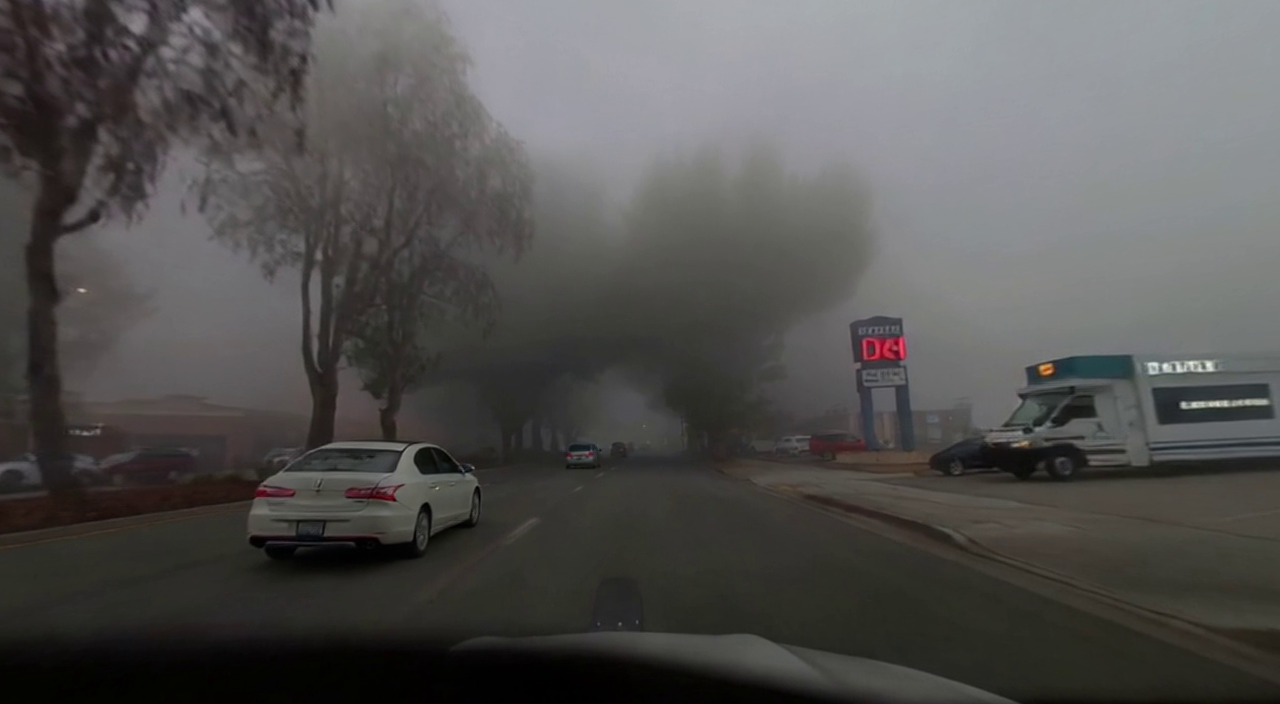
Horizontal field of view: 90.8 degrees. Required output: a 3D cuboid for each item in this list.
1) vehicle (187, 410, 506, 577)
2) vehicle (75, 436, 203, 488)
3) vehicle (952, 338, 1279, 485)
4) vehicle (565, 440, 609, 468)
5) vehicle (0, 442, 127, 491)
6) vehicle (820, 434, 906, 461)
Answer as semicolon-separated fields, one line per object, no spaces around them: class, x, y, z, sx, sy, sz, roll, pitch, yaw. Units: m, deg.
vehicle;-3.432;1.769;8.675;2.126;1.655;4.560;0;-9;1
vehicle;-25.804;5.686;32.870;2.393;2.465;5.027;-1;-9;0
vehicle;15.159;1.973;20.479;8.300;4.310;2.832;-1;-9;0
vehicle;-2.915;5.768;35.755;1.955;1.461;4.396;0;-9;2
vehicle;-25.706;4.881;27.335;2.258;1.896;5.595;0;-9;0
vehicle;14.174;6.097;40.363;4.697;1.518;1.990;-2;-7;-2
